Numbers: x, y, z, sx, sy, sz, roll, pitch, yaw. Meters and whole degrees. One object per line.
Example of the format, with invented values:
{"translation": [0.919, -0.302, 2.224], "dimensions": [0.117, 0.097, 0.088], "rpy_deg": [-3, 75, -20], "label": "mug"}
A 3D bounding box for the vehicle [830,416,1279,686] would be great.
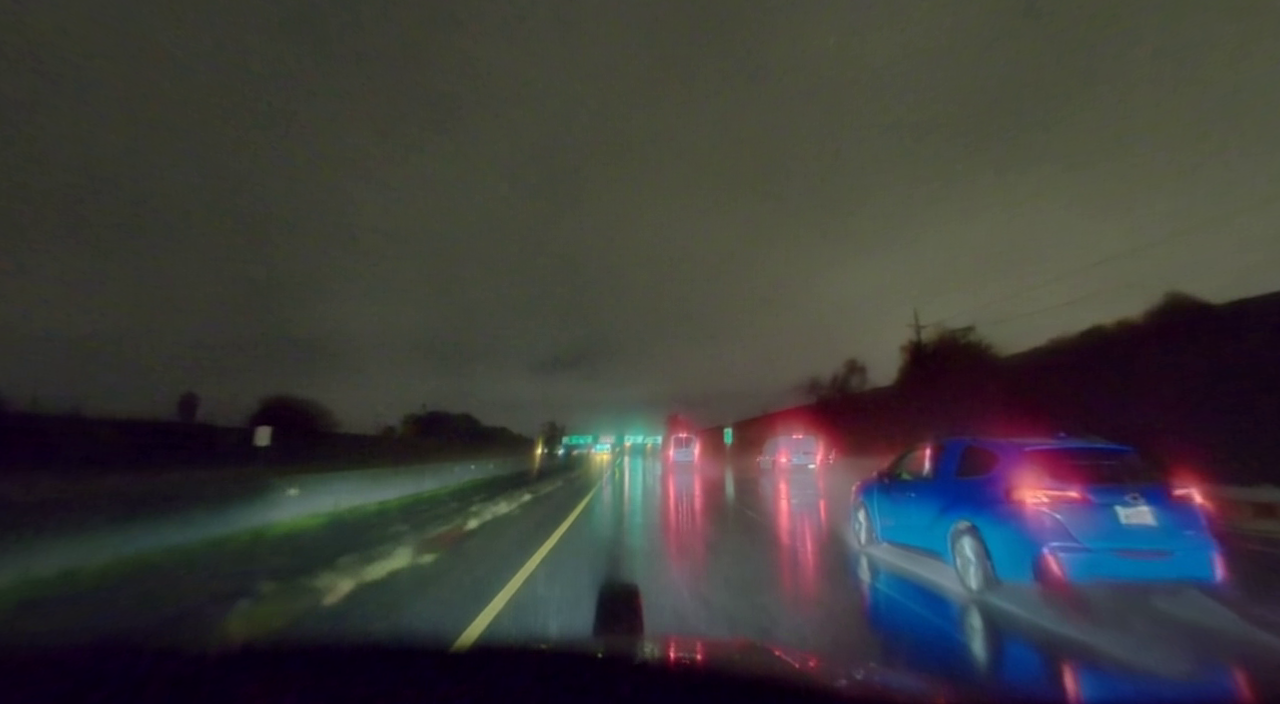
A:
{"translation": [3.518, 1.538, 6.008], "dimensions": [2.002, 1.604, 4.265], "rpy_deg": [0, -9, -1], "label": "vehicle"}
